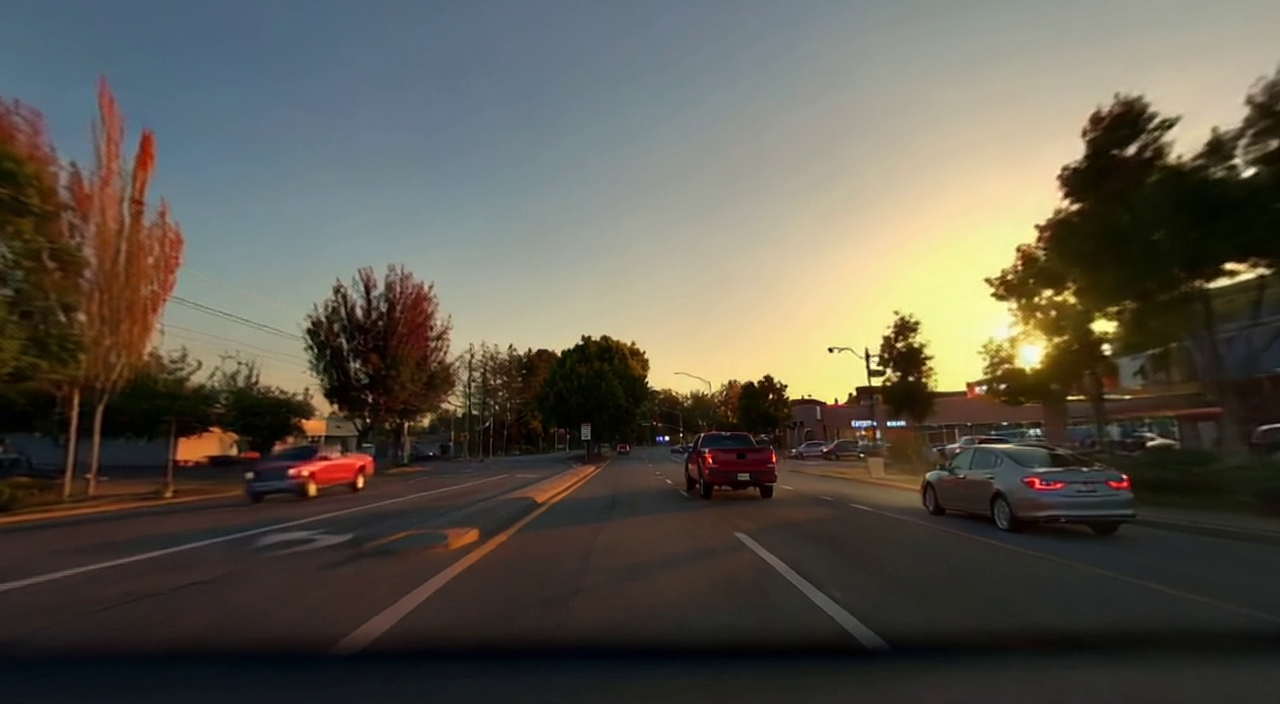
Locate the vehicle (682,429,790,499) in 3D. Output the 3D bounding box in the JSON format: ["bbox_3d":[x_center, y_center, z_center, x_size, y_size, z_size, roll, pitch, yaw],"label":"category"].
[{"bbox_3d":[2.578,3.186,18.373,2.214,1.749,4.998,0,-9,-2],"label":"vehicle"}]

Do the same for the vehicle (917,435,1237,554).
[{"bbox_3d":[6.468,2.122,10.161,1.986,1.480,4.296,0,-9,-1],"label":"vehicle"}]

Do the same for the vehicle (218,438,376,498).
[{"bbox_3d":[-12.628,4.296,23.919,2.868,1.978,5.632,0,-9,-1],"label":"vehicle"}]
